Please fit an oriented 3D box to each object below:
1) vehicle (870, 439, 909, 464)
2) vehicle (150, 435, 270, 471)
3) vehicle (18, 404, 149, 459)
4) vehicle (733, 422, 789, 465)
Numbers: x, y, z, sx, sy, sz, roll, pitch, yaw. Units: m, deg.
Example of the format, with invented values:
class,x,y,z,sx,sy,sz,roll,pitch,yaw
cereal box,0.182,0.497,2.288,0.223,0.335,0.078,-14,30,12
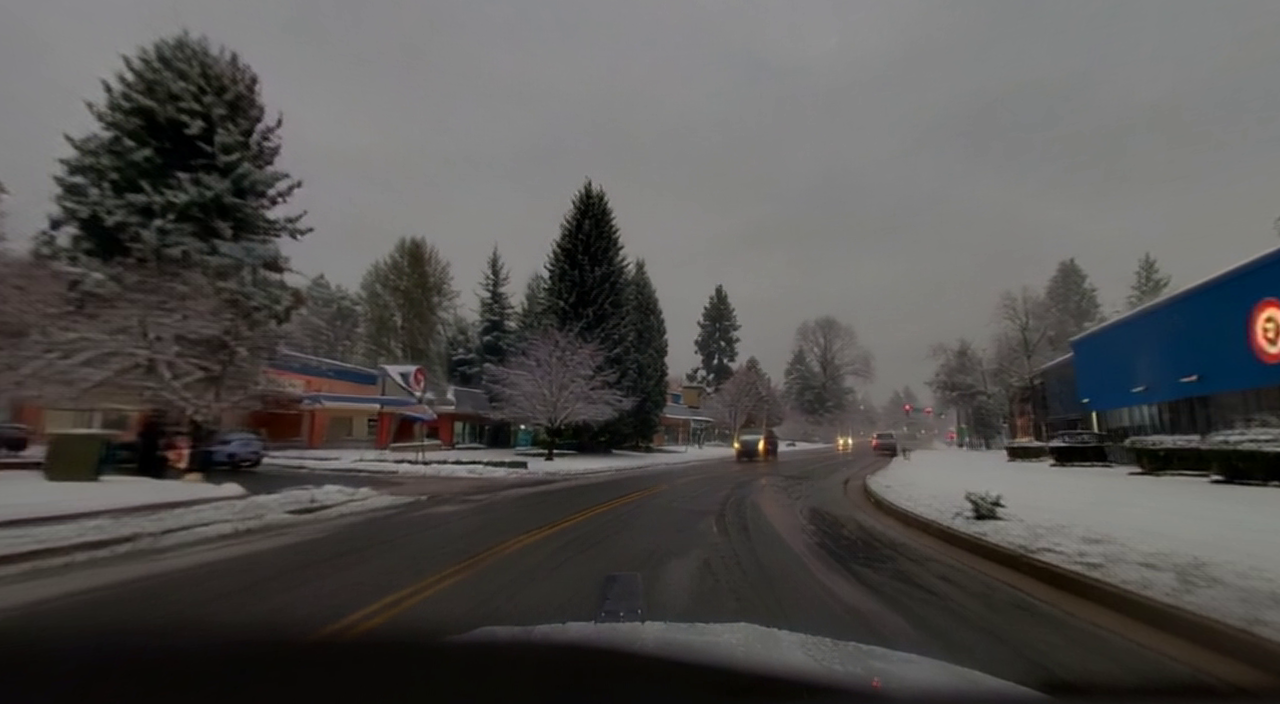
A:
class,x,y,z,sx,sy,sz,roll,pitch,yaw
vehicle,18.787,7.475,47.805,2.292,1.767,5.128,-3,-9,17
vehicle,-21.261,4.989,31.465,4.410,1.689,1.974,2,-9,-13
vehicle,-28.786,4.252,33.033,2.576,2.597,5.438,1,-9,-12
vehicle,8.802,6.559,45.373,2.674,2.815,6.582,-4,-9,21
